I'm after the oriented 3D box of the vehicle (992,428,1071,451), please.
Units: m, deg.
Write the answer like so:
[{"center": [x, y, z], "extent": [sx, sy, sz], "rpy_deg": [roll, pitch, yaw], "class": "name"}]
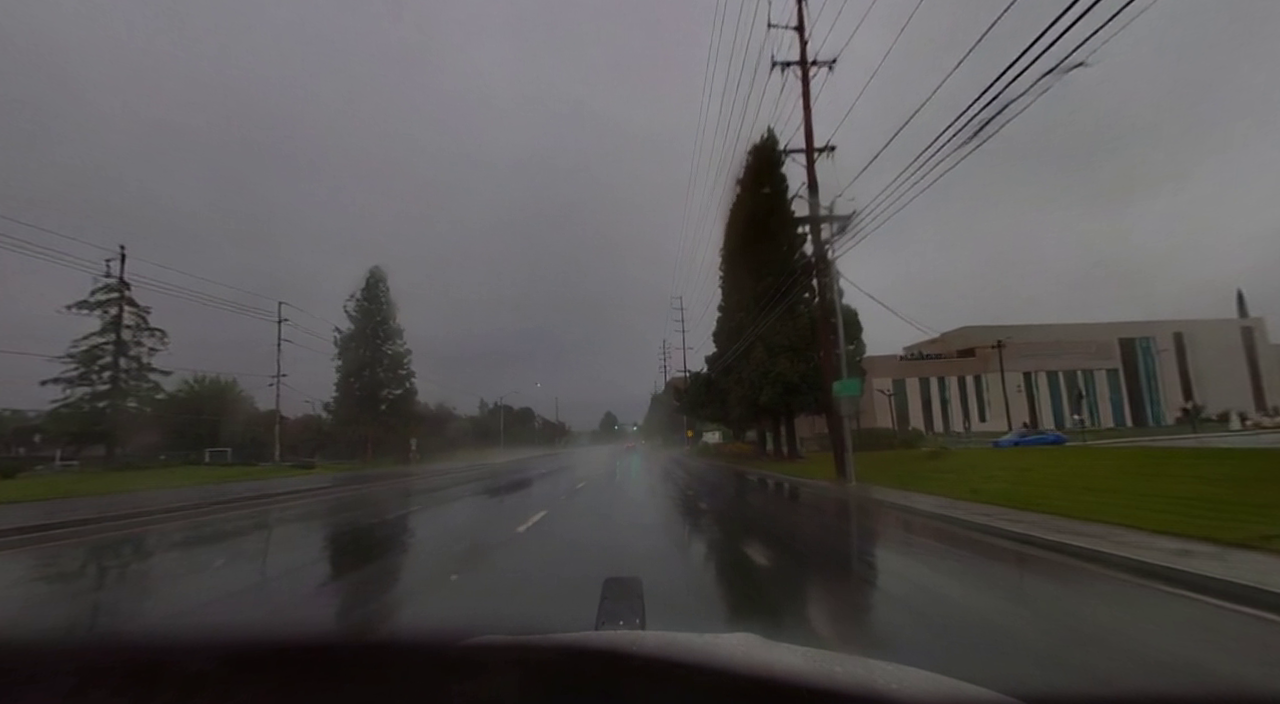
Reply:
[{"center": [25.434, 5.737, 41.283], "extent": [1.996, 1.442, 4.785], "rpy_deg": [0, -8, -2], "class": "vehicle"}]
